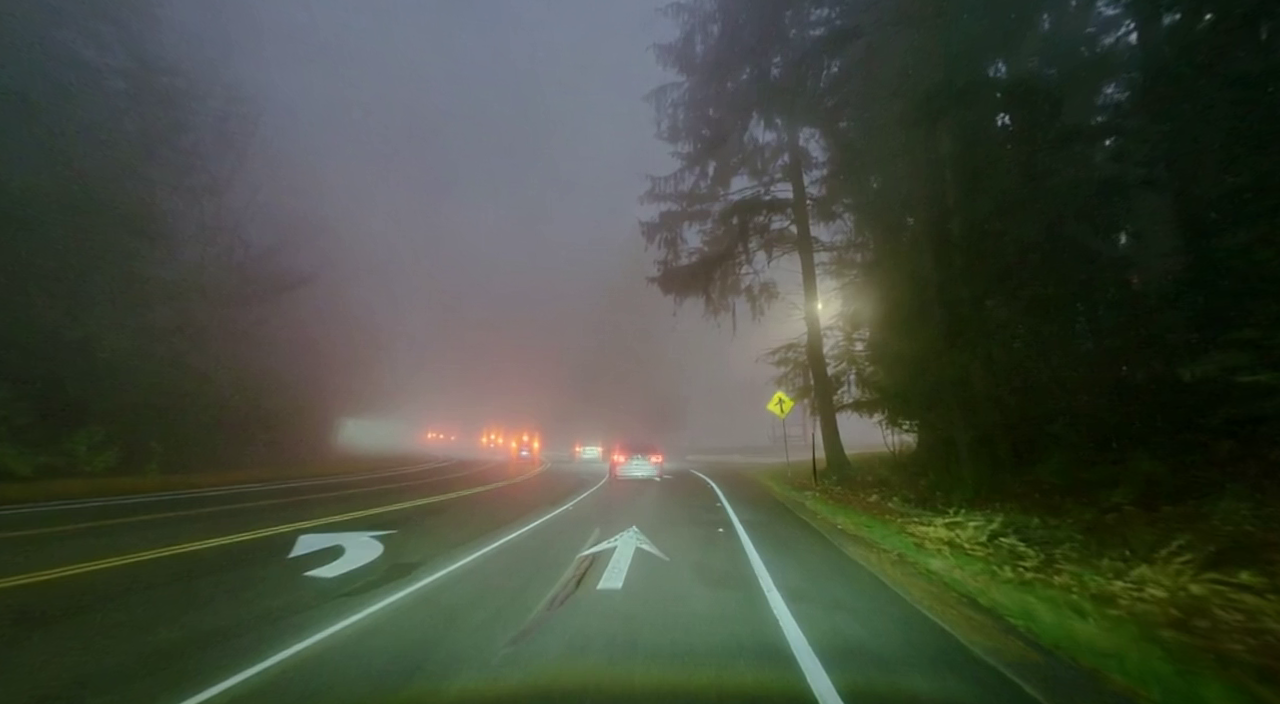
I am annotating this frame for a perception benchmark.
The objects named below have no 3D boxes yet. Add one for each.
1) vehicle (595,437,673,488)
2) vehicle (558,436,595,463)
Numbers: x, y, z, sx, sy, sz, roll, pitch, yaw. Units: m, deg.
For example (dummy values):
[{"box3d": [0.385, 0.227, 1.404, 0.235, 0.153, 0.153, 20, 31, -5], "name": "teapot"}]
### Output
[{"box3d": [-0.251, 3.568, 20.649, 2.296, 1.510, 4.068, 0, -8, -2], "name": "vehicle"}, {"box3d": [-3.773, 5.763, 37.276, 2.080, 1.530, 3.719, 1, -9, -6], "name": "vehicle"}]
